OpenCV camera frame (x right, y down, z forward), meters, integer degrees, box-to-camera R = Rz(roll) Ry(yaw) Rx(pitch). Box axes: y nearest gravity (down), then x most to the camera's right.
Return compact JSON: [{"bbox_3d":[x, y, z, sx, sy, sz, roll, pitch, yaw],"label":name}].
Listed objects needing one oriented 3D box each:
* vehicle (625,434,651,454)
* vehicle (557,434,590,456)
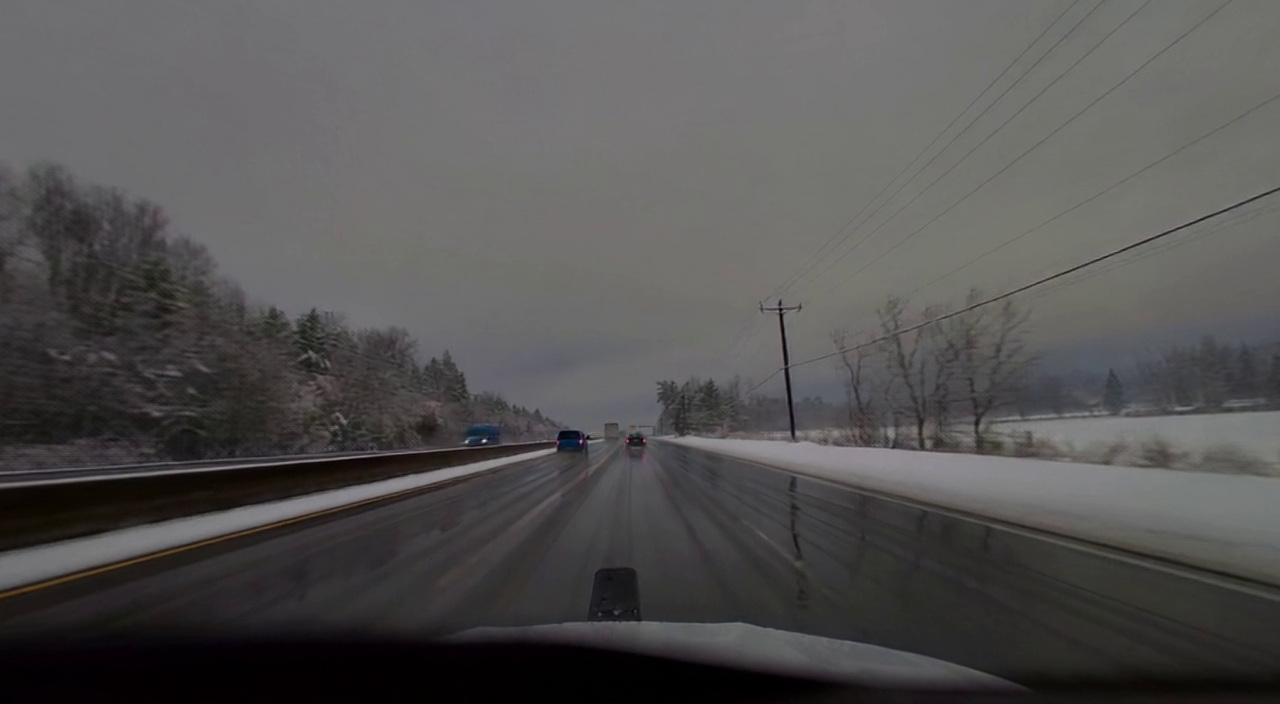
[{"bbox_3d":[-0.172,6.869,47.221,1.890,1.472,3.716,0,-8,-1],"label":"vehicle"},{"bbox_3d":[-4.569,6.443,43.811,1.911,1.477,3.807,0,-8,0],"label":"vehicle"}]
